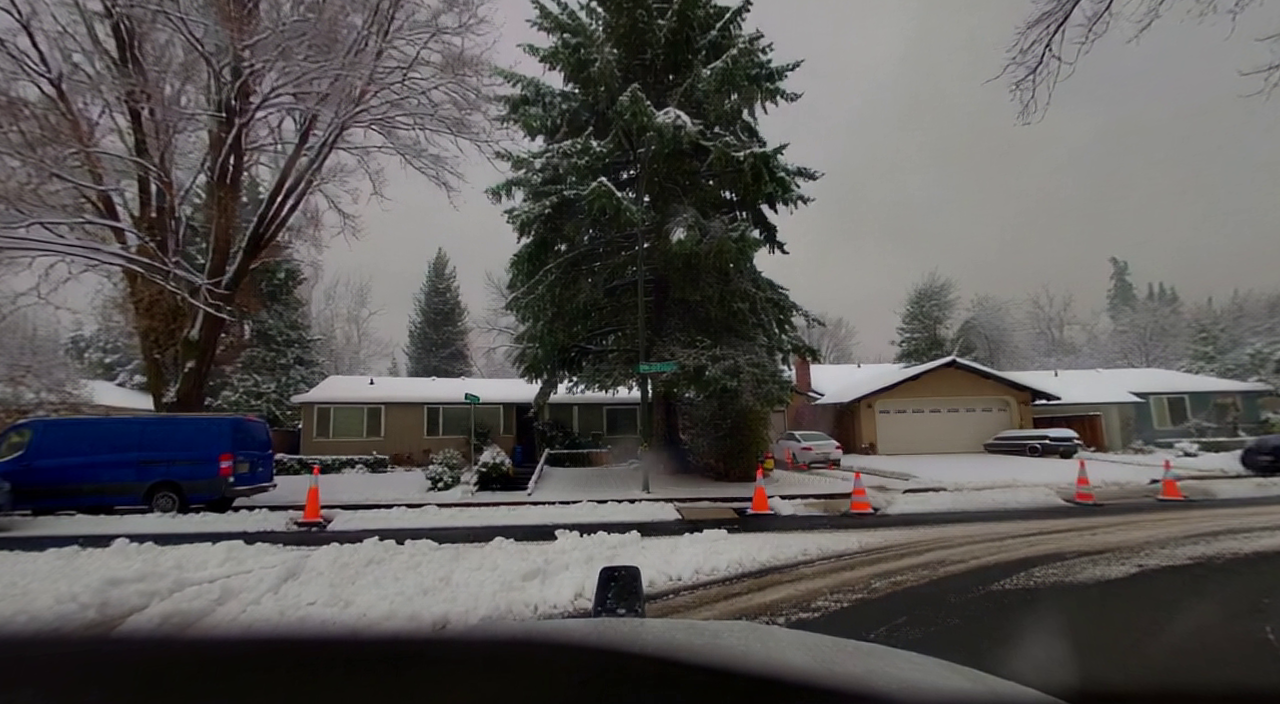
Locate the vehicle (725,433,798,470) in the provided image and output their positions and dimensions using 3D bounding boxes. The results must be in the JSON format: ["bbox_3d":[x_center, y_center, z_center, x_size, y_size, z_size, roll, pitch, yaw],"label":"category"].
[{"bbox_3d":[5.346,4.463,28.489,2.007,1.555,4.204,1,-9,-7],"label":"vehicle"}]

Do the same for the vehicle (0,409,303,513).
[{"bbox_3d":[-14.052,3.040,17.449,7.824,2.323,2.863,-3,-10,-2],"label":"vehicle"}]

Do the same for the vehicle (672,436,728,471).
[{"bbox_3d":[2.596,4.531,28.372,1.745,1.461,4.074,1,-9,-6],"label":"vehicle"}]

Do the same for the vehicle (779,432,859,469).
[{"bbox_3d":[8.065,4.499,28.943,1.893,1.529,4.422,1,-9,-7],"label":"vehicle"}]

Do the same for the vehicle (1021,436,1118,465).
[{"bbox_3d":[22.776,5.221,33.558,3.863,1.453,1.826,1,-8,-5],"label":"vehicle"}]

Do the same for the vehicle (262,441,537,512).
[{"bbox_3d":[-6.386,3.415,17.831,6.643,1.777,2.925,1,-9,-6],"label":"vehicle"}]

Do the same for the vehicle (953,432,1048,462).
[{"bbox_3d":[23.682,6.246,41.577,4.984,1.912,2.132,1,-8,-6],"label":"vehicle"}]

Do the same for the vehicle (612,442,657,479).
[{"bbox_3d":[-0.302,4.755,27.931,1.648,1.430,3.654,4,-9,-4],"label":"vehicle"}]
